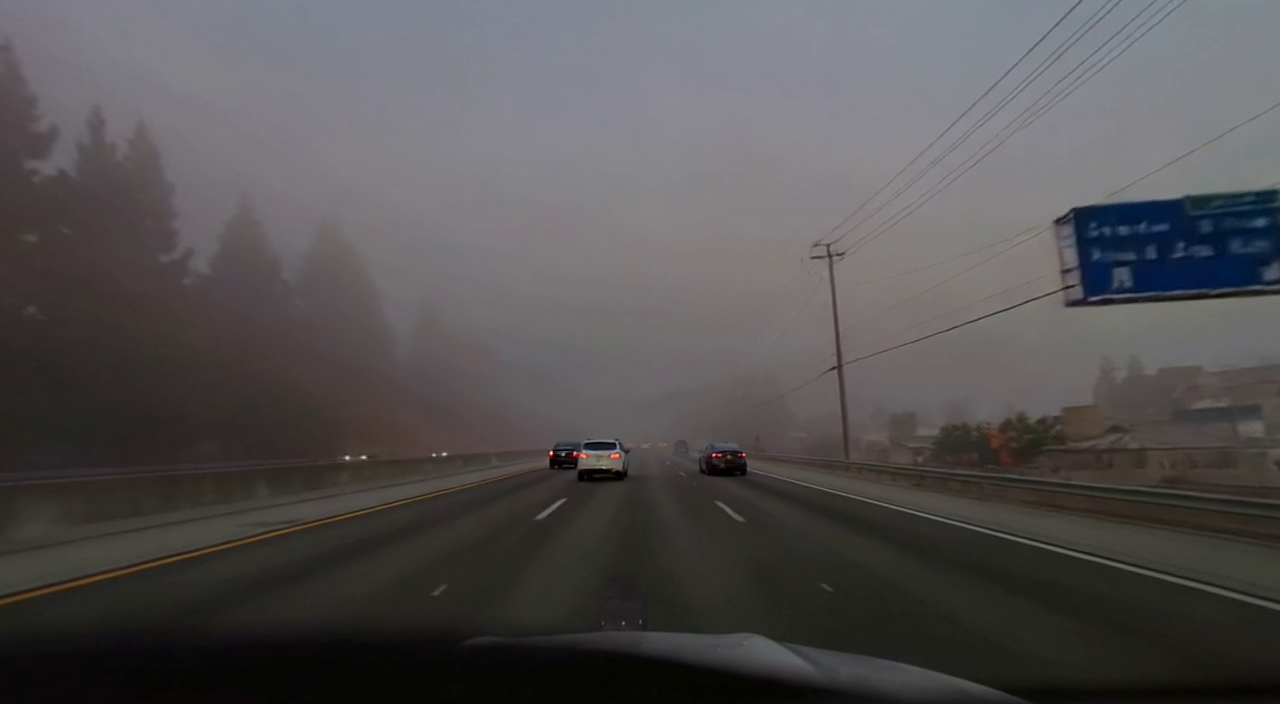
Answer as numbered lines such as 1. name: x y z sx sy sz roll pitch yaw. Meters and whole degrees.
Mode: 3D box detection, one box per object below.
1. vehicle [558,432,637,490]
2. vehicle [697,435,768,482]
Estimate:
1. vehicle: -1.212 3.354 19.764 2.049 1.620 4.153 0 -8 2
2. vehicle: 3.347 3.930 23.572 1.996 1.579 3.841 0 -8 -1
